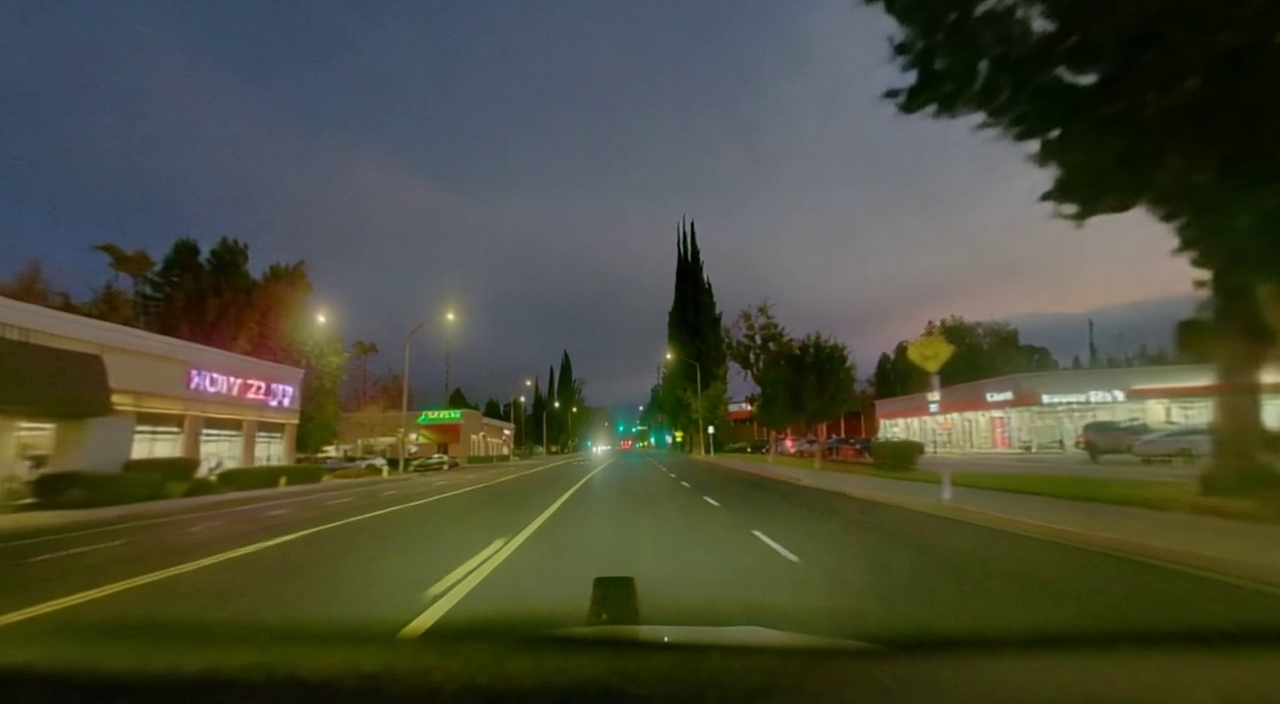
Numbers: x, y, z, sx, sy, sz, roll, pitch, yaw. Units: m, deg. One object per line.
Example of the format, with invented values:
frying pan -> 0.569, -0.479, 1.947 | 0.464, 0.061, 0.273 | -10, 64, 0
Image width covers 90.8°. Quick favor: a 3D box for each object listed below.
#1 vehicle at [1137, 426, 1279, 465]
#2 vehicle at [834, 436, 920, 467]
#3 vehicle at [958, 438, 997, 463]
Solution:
vehicle -> 23.288, 3.777, 25.645 | 4.579, 1.482, 1.911 | 0, -8, 0
vehicle -> 16.025, 6.758, 42.939 | 4.914, 1.540, 2.200 | -5, -8, 0
vehicle -> 20.741, 6.028, 38.820 | 1.901, 1.461, 4.482 | -5, -9, 28
